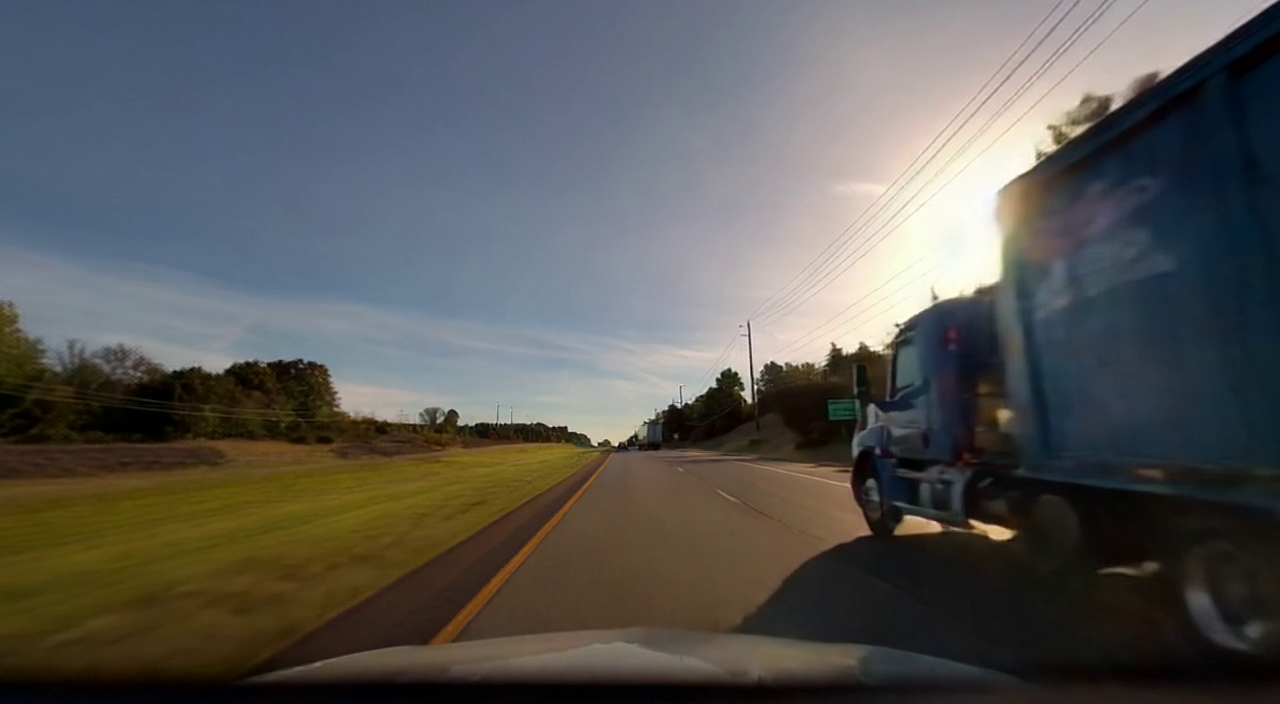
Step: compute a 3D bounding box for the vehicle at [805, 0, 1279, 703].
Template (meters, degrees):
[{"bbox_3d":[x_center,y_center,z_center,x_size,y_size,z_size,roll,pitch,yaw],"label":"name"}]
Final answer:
[{"bbox_3d":[4.135,0.149,4.747,3.037,3.672,9.136,0,-8,-2],"label":"vehicle"}]
